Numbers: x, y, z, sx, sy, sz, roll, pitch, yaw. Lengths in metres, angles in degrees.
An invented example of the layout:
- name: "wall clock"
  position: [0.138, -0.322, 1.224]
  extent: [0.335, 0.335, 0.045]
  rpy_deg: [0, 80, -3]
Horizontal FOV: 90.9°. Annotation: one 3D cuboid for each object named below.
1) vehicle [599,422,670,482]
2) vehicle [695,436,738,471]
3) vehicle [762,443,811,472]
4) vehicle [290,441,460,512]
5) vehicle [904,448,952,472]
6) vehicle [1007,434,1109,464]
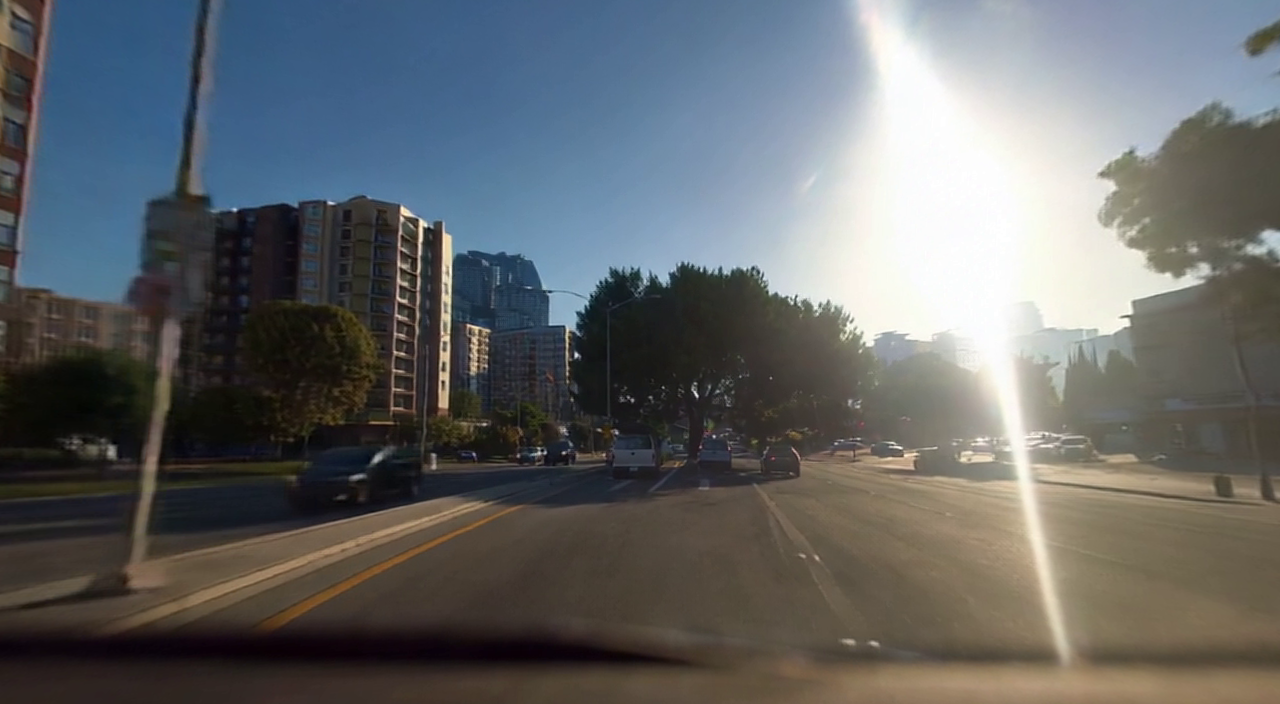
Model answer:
- name: "vehicle"
  position: [-0.090, 3.956, 25.156]
  extent: [2.396, 2.143, 4.824]
  rpy_deg: [-1, -8, 5]
- name: "vehicle"
  position: [4.255, 5.664, 35.401]
  extent: [2.222, 1.841, 4.031]
  rpy_deg: [-1, -9, 6]
- name: "vehicle"
  position: [8.287, 5.982, 35.994]
  extent: [2.075, 1.486, 4.316]
  rpy_deg: [-1, -8, 5]
- name: "vehicle"
  position: [-6.254, 2.957, 15.572]
  extent: [1.955, 1.460, 4.434]
  rpy_deg: [-1, -8, 5]
- name: "vehicle"
  position: [18.531, 6.954, 40.744]
  extent: [1.706, 1.474, 3.761]
  rpy_deg: [-1, -9, 7]
- name: "vehicle"
  position: [27.715, 6.451, 42.004]
  extent: [5.050, 1.756, 2.206]
  rpy_deg: [-3, -10, 8]
